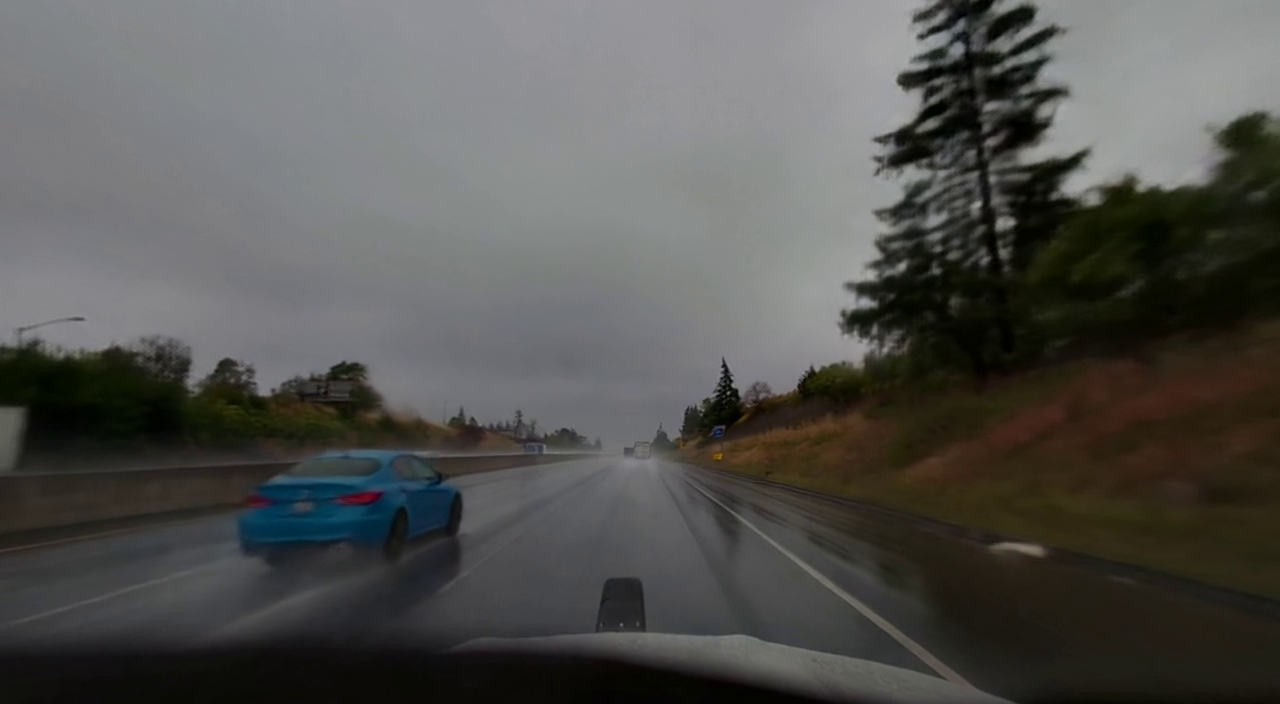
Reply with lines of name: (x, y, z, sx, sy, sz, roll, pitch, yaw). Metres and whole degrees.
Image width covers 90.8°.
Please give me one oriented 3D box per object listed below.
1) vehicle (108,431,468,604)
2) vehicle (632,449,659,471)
vehicle: (-3.653, 1.773, 7.635, 1.978, 1.498, 4.080, 0, -9, 0)
vehicle: (0.376, 7.899, 46.225, 1.908, 1.515, 3.871, 0, -9, 0)
